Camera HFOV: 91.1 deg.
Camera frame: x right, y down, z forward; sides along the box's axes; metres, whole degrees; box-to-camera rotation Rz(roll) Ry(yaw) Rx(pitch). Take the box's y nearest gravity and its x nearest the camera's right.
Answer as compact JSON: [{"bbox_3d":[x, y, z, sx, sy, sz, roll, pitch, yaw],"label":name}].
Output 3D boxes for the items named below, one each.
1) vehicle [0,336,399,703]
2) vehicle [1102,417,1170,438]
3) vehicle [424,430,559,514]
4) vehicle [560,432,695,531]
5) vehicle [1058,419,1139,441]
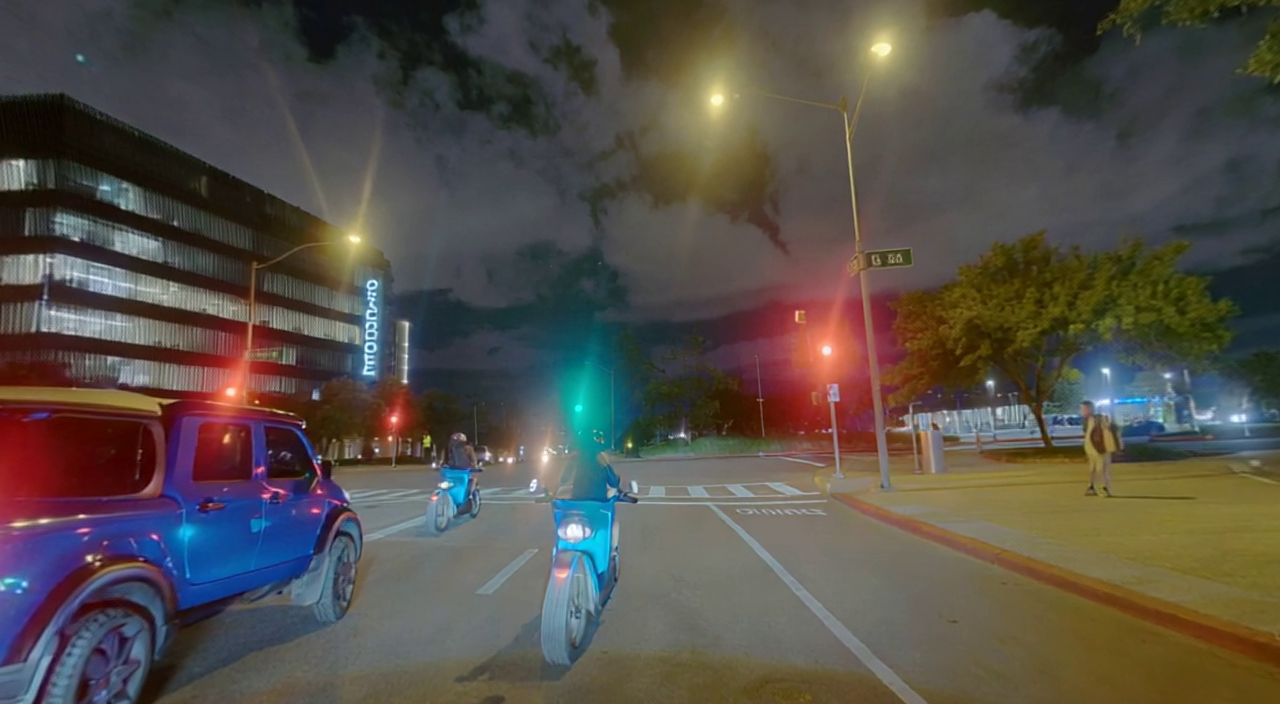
[{"bbox_3d":[-3.609,1.130,4.454,2.000,1.809,4.405,0,-8,0],"label":"vehicle"},{"bbox_3d":[36.764,5.603,46.571,1.625,1.449,3.557,6,-11,-38],"label":"vehicle"},{"bbox_3d":[-3.178,2.658,14.376,1.935,1.615,4.073,-1,-8,2],"label":"vehicle"},{"bbox_3d":[-0.155,2.258,11.544,2.025,1.458,4.085,0,-8,1],"label":"vehicle"},{"bbox_3d":[30.718,5.273,42.110,1.751,1.420,4.027,8,-12,-43],"label":"vehicle"}]
